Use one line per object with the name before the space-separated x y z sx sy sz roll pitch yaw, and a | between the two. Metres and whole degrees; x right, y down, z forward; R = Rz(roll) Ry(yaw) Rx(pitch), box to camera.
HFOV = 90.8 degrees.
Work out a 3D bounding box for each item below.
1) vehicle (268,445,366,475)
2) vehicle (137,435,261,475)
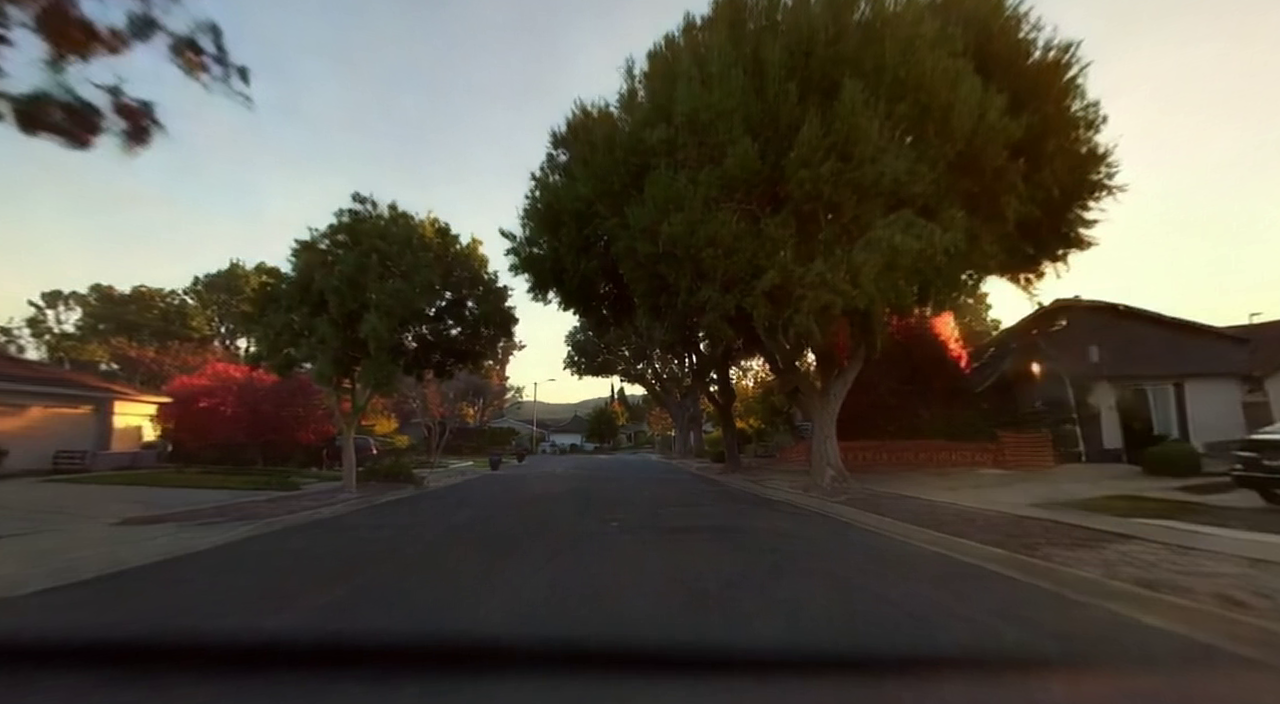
vehicle | -17.952 6.016 35.284 4.307 1.508 2.072 -1 -9 -2
vehicle | -21.228 4.977 30.593 4.359 1.789 2.123 0 -9 -3
